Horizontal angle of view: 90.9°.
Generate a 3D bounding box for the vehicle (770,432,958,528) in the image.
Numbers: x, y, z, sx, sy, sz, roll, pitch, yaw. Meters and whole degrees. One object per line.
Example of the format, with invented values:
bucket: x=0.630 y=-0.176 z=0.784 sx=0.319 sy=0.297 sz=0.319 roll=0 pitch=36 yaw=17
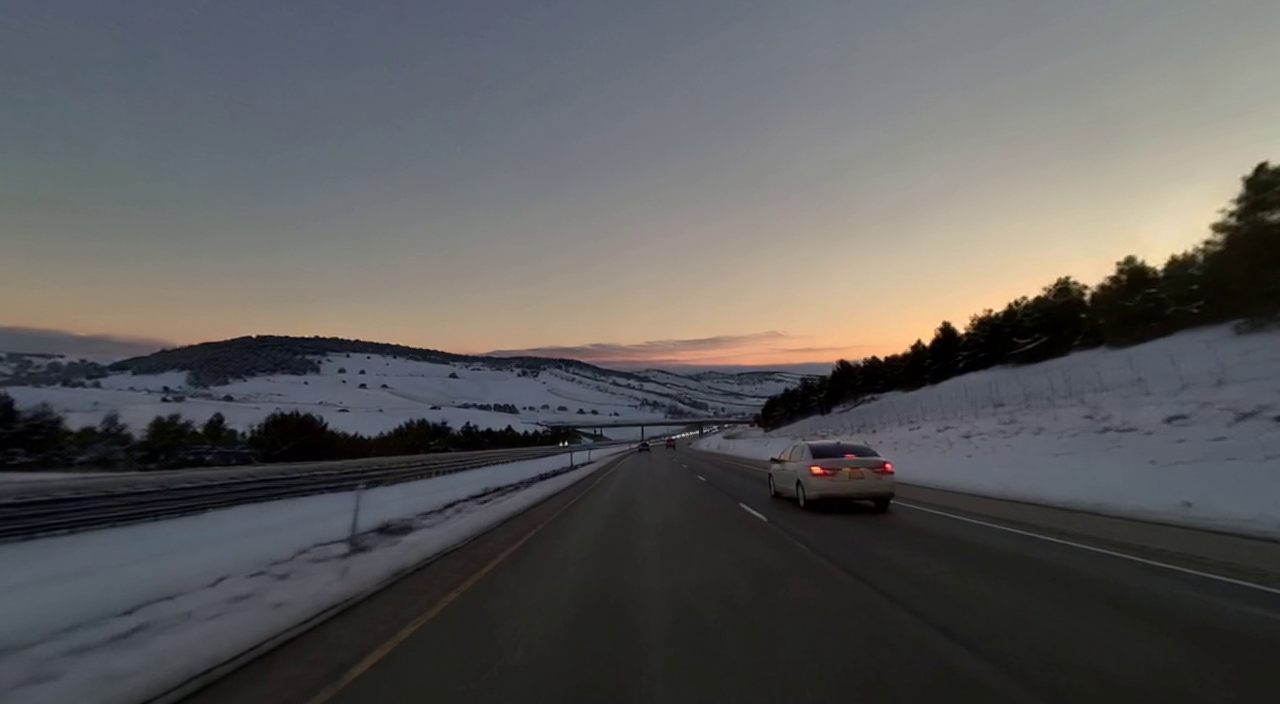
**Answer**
vehicle: x=4.049 y=2.385 z=12.413 sx=1.960 sy=1.516 sz=4.657 roll=0 pitch=-8 yaw=0
